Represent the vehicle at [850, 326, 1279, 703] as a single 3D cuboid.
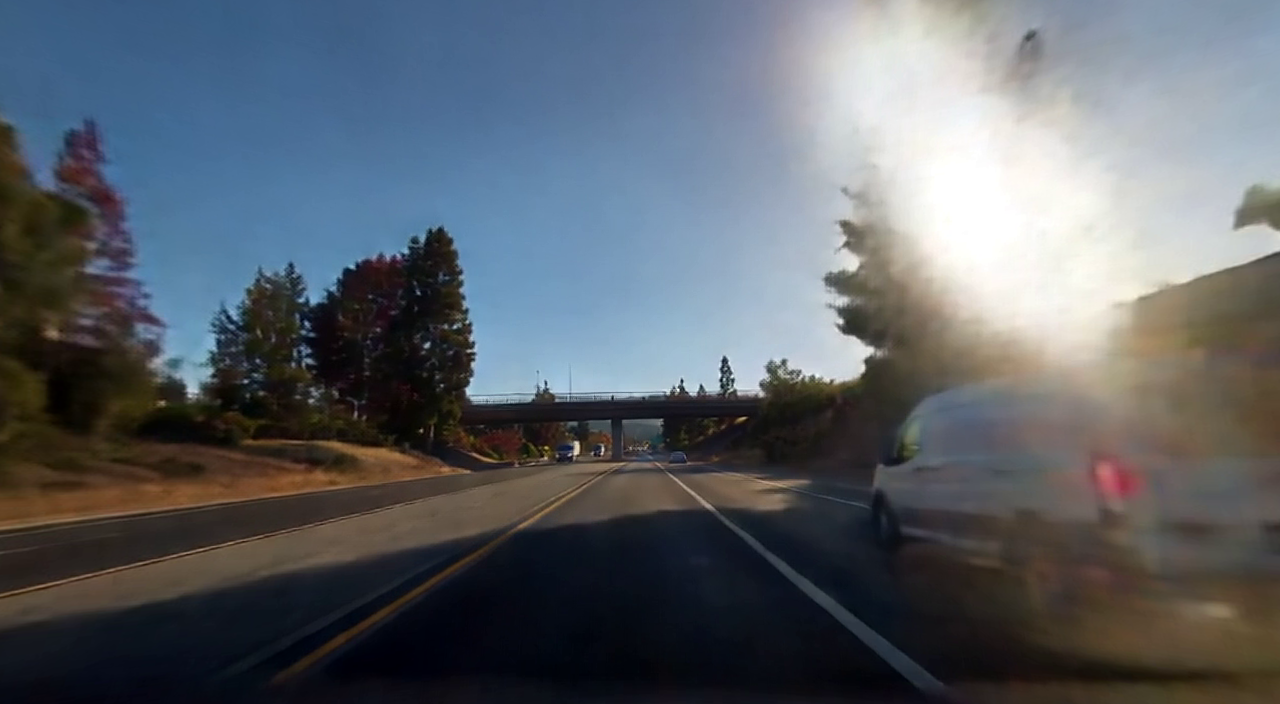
[{"bbox_3d":[3.921,1.268,5.726,2.152,1.998,5.380,0,-9,0],"label":"vehicle"}]
